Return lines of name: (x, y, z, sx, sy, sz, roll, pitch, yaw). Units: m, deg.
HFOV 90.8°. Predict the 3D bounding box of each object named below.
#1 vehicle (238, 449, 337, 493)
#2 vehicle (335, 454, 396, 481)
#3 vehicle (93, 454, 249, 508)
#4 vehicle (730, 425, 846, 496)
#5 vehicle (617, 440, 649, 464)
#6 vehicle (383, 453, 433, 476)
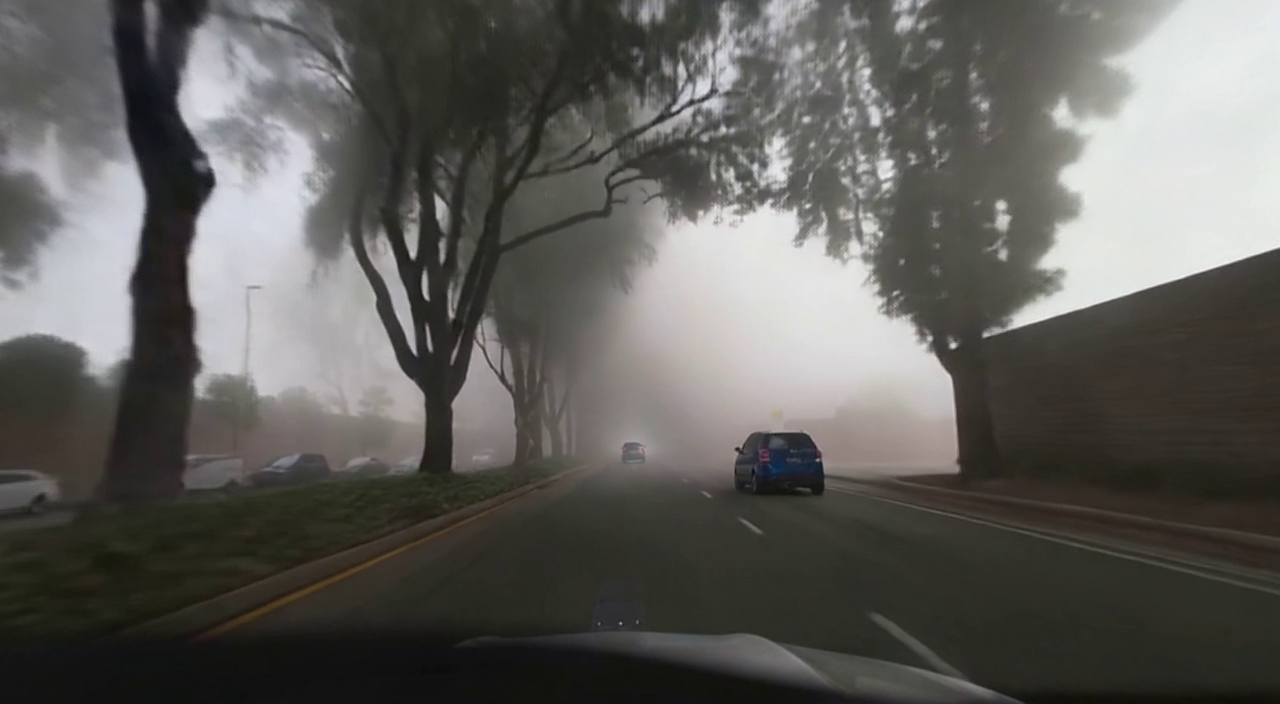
vehicle: (-17.513, 5.881, 31.759, 2.352, 1.857, 4.893, -3, -9, -2)
vehicle: (-17.124, 7.214, 39.633, 1.933, 1.494, 4.259, -1, -8, -1)
vehicle: (-17.342, 4.745, 23.773, 2.184, 1.697, 4.826, -1, -8, 0)
vehicle: (4.049, 3.053, 18.174, 2.155, 1.752, 4.456, -1, -8, -1)
vehicle: (-0.536, 7.735, 49.043, 2.391, 1.739, 3.837, -1, -8, 0)
vehicle: (-17.431, 8.432, 47.706, 2.099, 1.558, 4.533, -1, -8, 0)
